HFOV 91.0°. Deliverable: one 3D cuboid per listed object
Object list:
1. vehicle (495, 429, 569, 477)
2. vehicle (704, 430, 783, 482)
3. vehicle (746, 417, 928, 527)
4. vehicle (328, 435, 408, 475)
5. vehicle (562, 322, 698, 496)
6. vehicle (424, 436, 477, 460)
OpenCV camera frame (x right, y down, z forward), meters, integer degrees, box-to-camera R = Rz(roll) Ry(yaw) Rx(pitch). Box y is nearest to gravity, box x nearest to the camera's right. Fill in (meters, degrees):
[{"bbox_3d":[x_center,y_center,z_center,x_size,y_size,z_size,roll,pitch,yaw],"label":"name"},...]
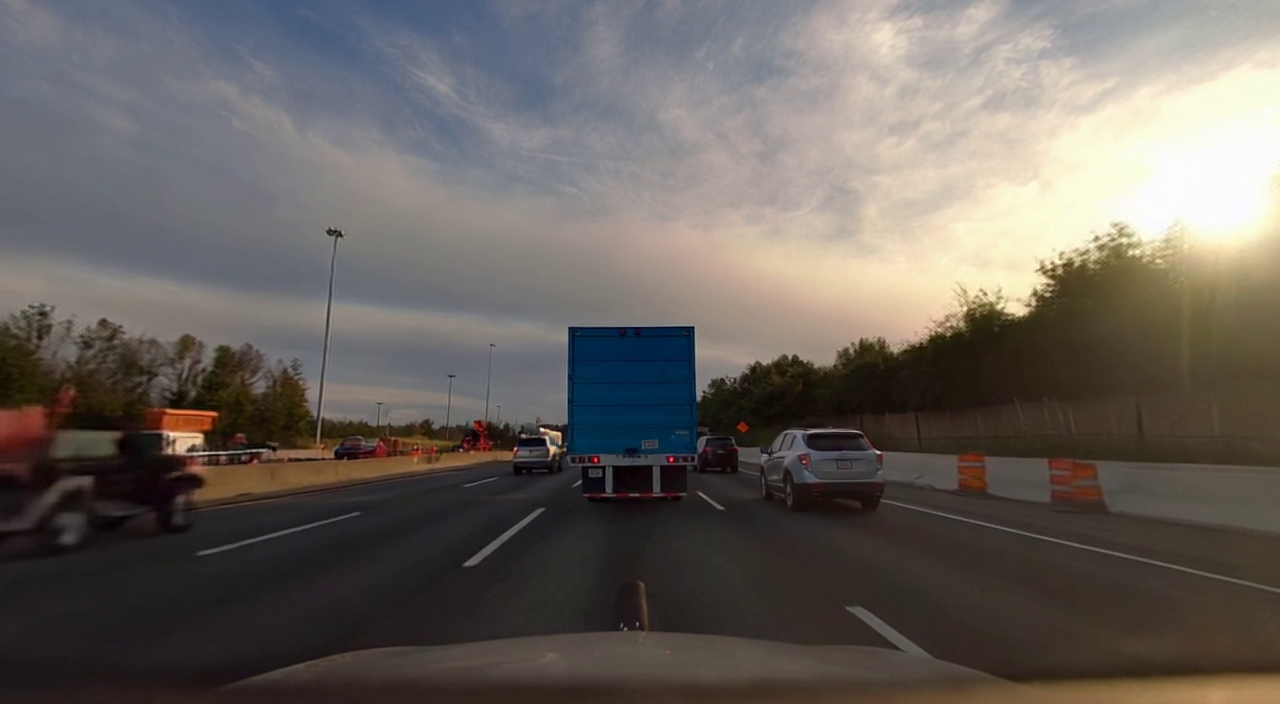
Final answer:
[{"bbox_3d":[-4.246,4.079,25.572,2.095,1.736,4.529,0,-9,1],"label":"vehicle"},{"bbox_3d":[3.711,3.827,23.366,1.998,1.713,4.149,1,-9,-4],"label":"vehicle"},{"bbox_3d":[3.459,2.211,12.063,2.103,1.713,4.173,0,-9,0],"label":"vehicle"},{"bbox_3d":[-13.020,4.933,30.537,2.054,1.708,4.663,3,-8,-4],"label":"vehicle"},{"bbox_3d":[-0.201,2.028,19.419,3.067,3.940,10.154,0,-9,0],"label":"vehicle"},{"bbox_3d":[-12.578,6.401,41.995,1.887,1.511,4.152,-1,-9,6],"label":"vehicle"}]
